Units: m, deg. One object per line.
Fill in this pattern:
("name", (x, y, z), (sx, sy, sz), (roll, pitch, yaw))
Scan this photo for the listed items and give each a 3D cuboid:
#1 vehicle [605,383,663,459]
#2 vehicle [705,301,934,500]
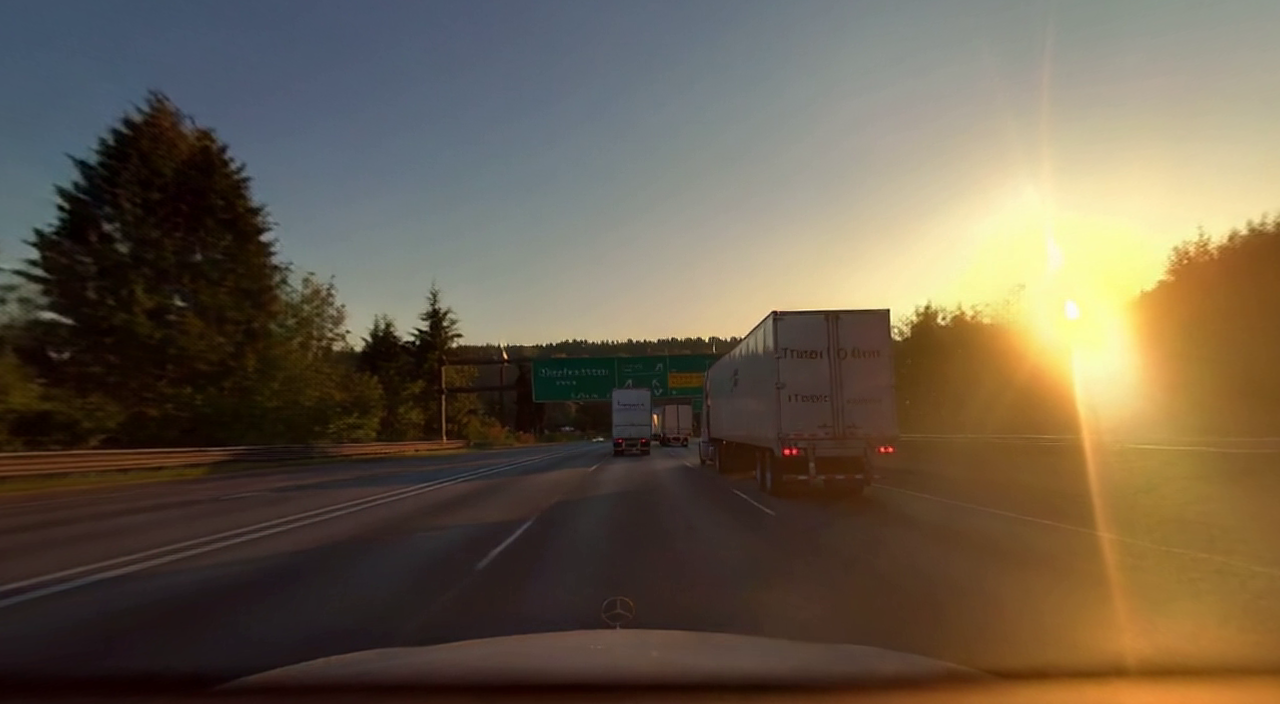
("vehicle", (-0.447, 4.261, 37.687), (2.958, 3.917, 10.196), (0, -8, -1))
("vehicle", (4.444, 1.930, 20.355), (2.856, 4.145, 14.500), (0, -8, -1))
